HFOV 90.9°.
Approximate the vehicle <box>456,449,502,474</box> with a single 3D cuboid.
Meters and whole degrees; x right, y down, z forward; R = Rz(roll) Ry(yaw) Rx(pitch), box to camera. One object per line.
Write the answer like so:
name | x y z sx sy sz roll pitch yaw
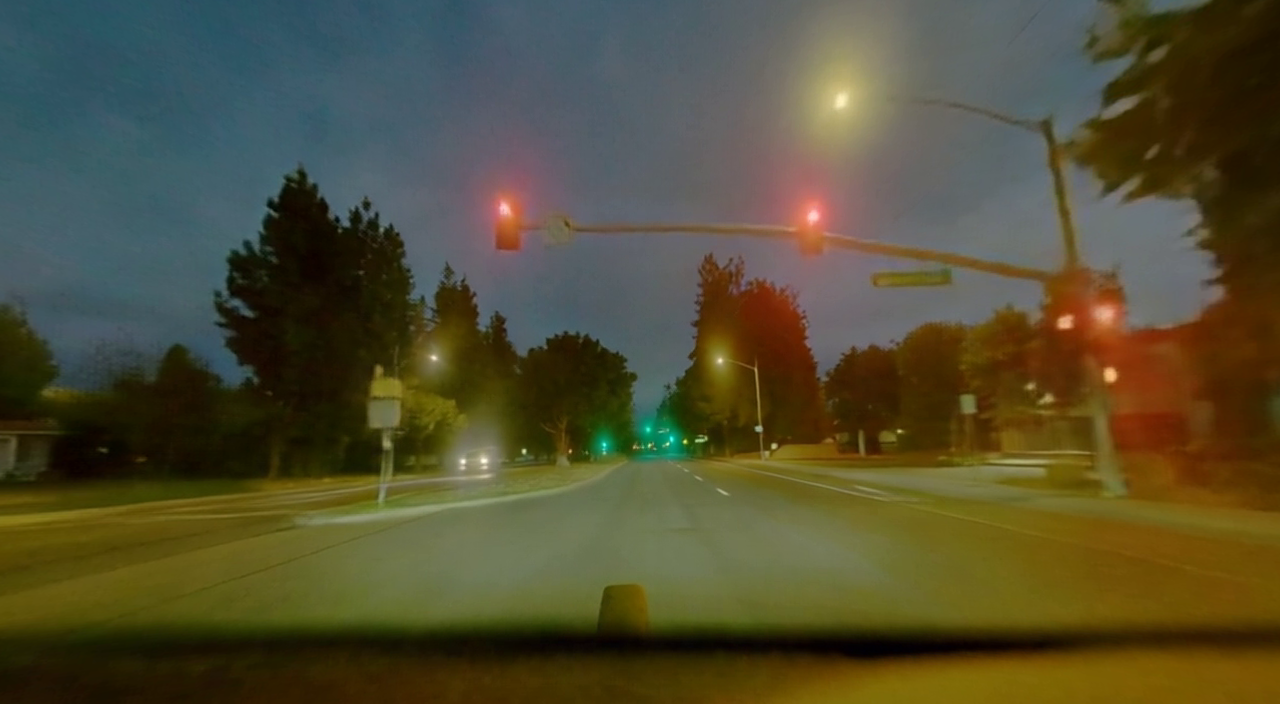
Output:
vehicle | -11.880 8.123 46.966 2.010 1.733 4.868 0 -9 2
